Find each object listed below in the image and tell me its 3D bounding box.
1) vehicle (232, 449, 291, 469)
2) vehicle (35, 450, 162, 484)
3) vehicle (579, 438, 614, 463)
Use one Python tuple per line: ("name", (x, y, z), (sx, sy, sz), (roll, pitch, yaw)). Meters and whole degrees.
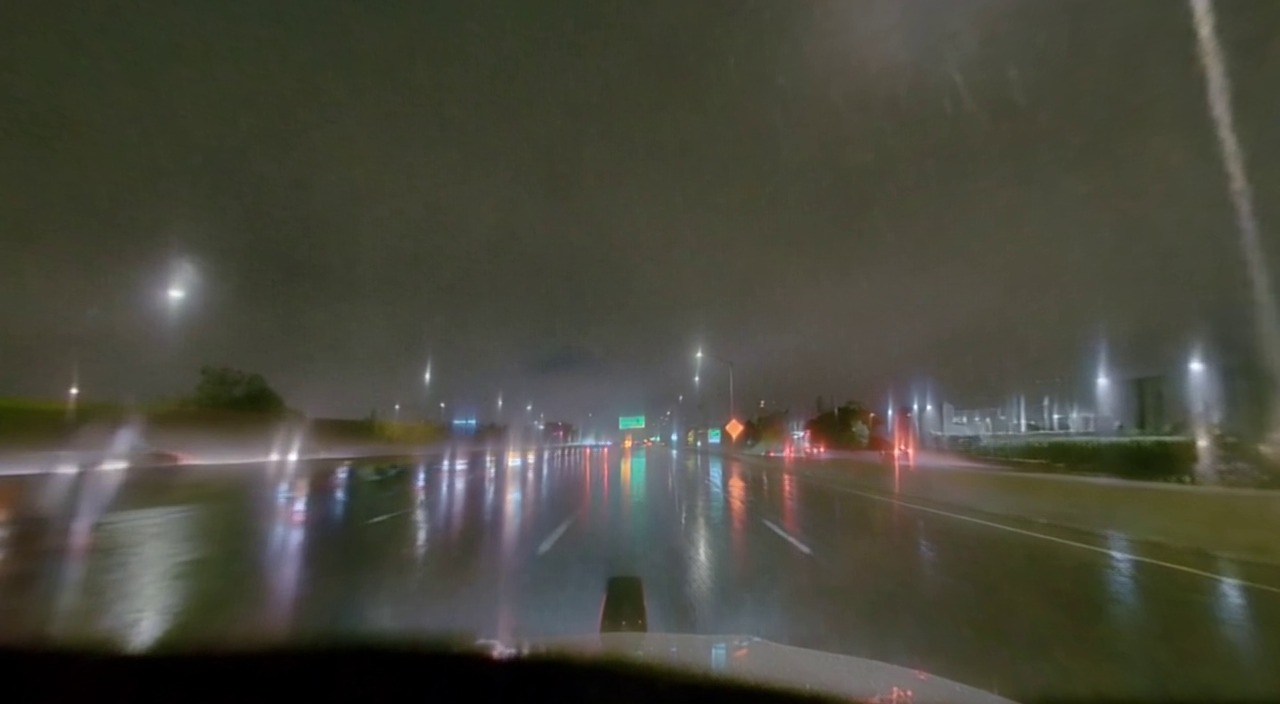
("vehicle", (-29.911, 8.450, 49.819), (1.837, 1.449, 4.489), (0, -8, 1))
("vehicle", (-26.411, 5.587, 30.888), (1.932, 1.497, 4.776), (0, -8, 1))
("vehicle", (-3.025, 6.950, 44.477), (2.078, 1.629, 4.059), (0, -8, 1))
